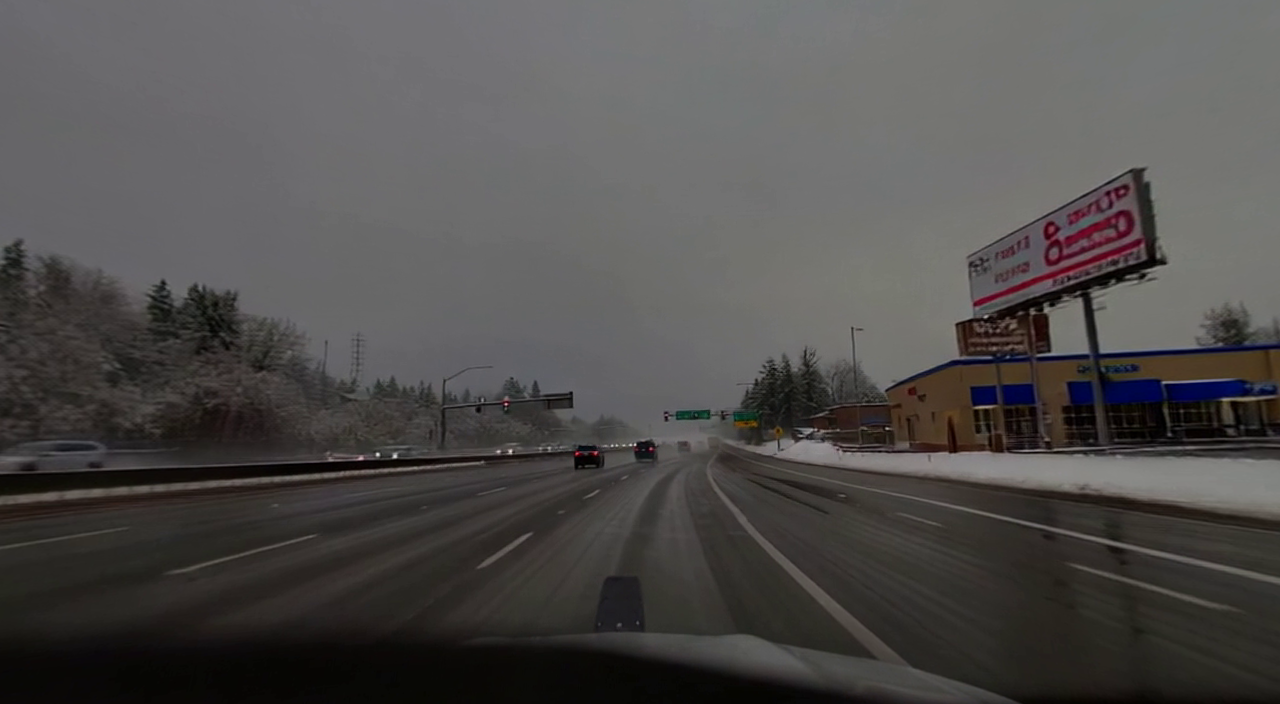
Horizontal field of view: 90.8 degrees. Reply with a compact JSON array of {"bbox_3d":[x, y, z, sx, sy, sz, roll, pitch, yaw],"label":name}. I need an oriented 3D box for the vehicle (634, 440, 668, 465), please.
[{"bbox_3d":[0.859,7.520,47.351,2.139,1.782,4.079,-1,-9,7],"label":"vehicle"}]

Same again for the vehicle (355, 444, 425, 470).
[{"bbox_3d":[-15.452,6.481,39.355,1.933,1.490,4.704,-1,-9,7],"label":"vehicle"}]

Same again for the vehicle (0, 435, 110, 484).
[{"bbox_3d":[-23.541,4.105,24.357,2.090,1.720,4.470,-1,-9,5],"label":"vehicle"}]

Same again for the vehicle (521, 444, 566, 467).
[{"bbox_3d":[-6.685,7.189,44.096,1.903,1.451,4.461,-1,-9,7],"label":"vehicle"}]
